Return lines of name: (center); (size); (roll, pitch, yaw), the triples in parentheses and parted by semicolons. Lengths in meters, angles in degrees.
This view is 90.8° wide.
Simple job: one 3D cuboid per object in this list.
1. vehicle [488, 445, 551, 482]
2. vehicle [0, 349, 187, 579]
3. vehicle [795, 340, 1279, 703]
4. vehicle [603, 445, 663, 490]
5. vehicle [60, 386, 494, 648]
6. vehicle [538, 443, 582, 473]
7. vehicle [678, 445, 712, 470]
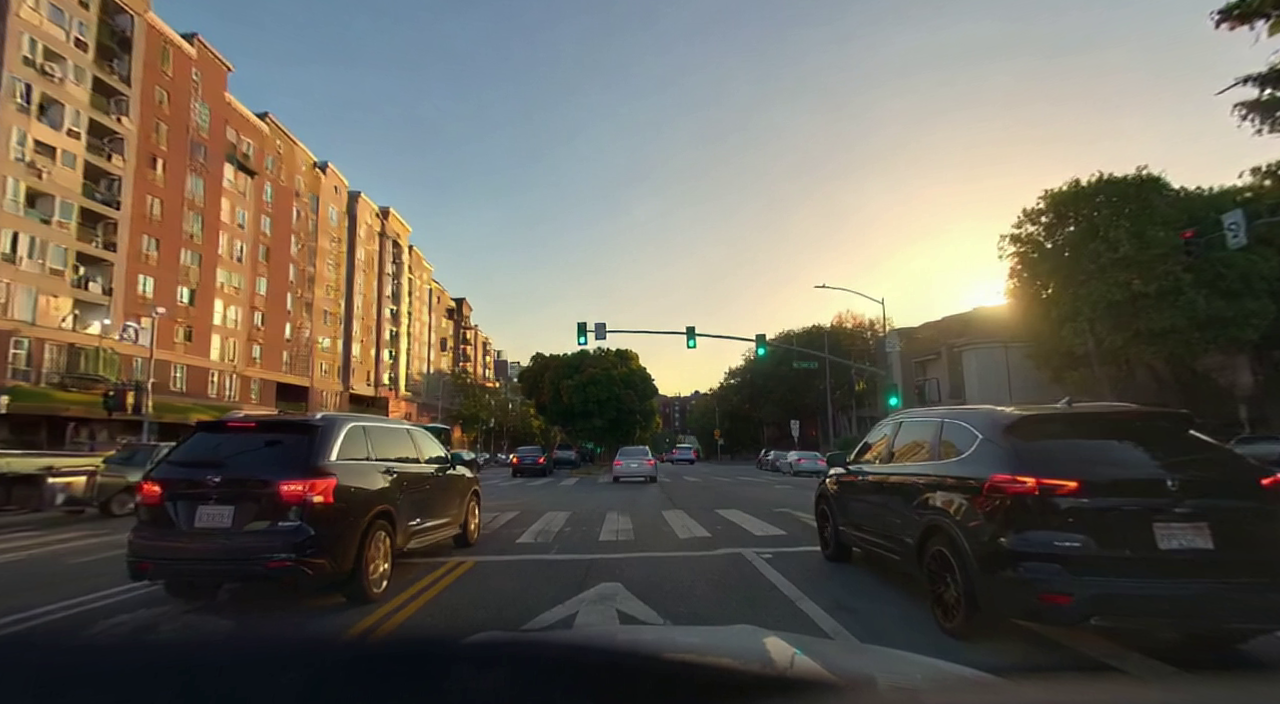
vehicle: (-5.684, 5.329, 30.375); (2.062, 1.532, 4.830); (-2, -9, 0)
vehicle: (-10.964, 0.763, 3.438); (3.115, 2.627, 13.908); (-4, -9, 25)
vehicle: (3.002, 1.202, 5.180); (2.129, 1.844, 4.767); (0, -8, -1)
vehicle: (-0.265, 4.270, 23.708); (2.059, 1.492, 4.033); (0, -8, -1)
vehicle: (-3.157, 1.520, 6.936); (2.031, 1.873, 4.581); (0, -8, 0)
vehicle: (-5.195, 6.964, 41.729); (2.275, 1.816, 4.923); (0, -8, 0)
vehicle: (3.748, 7.258, 43.554); (1.906, 1.608, 4.050); (0, -8, -1)
